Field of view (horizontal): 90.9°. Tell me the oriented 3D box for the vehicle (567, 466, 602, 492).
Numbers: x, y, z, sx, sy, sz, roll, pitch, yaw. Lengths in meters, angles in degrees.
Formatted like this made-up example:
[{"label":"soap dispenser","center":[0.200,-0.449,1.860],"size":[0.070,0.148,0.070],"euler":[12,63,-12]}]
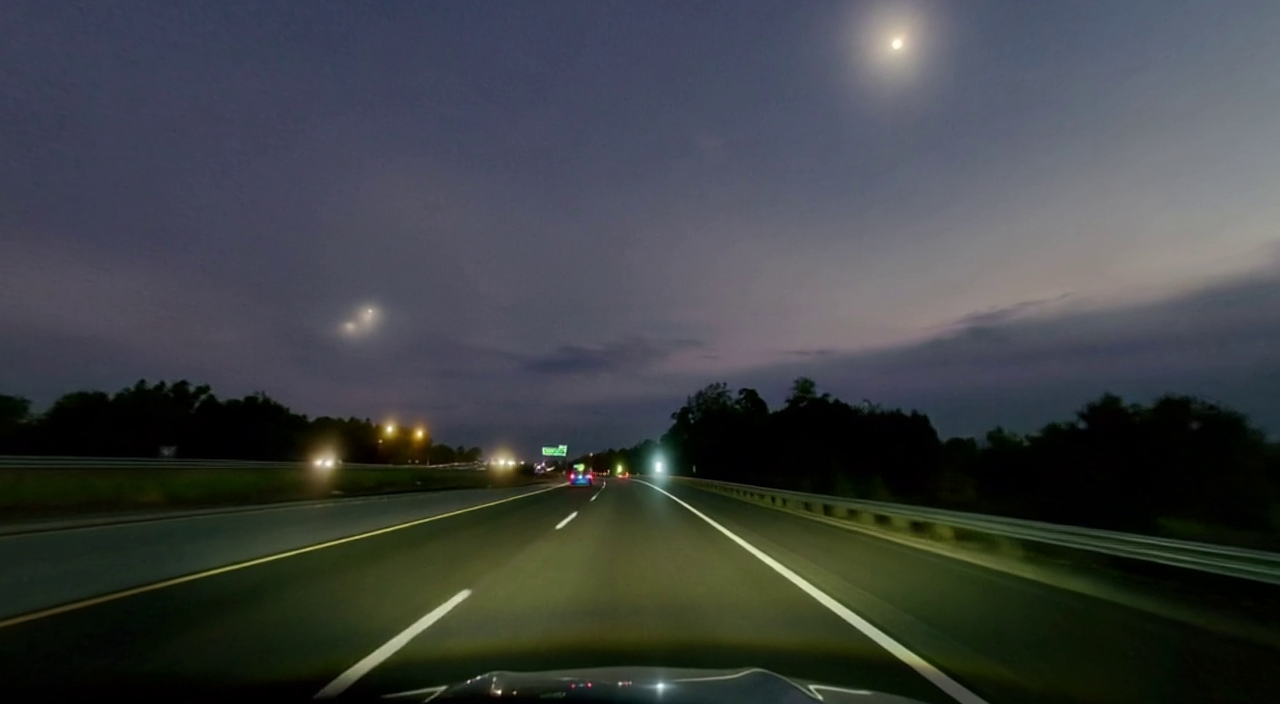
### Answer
[{"label":"vehicle","center":[-3.613,8.374,41.775],"size":[1.967,1.556,4.364],"euler":[1,-10,-1]}]
